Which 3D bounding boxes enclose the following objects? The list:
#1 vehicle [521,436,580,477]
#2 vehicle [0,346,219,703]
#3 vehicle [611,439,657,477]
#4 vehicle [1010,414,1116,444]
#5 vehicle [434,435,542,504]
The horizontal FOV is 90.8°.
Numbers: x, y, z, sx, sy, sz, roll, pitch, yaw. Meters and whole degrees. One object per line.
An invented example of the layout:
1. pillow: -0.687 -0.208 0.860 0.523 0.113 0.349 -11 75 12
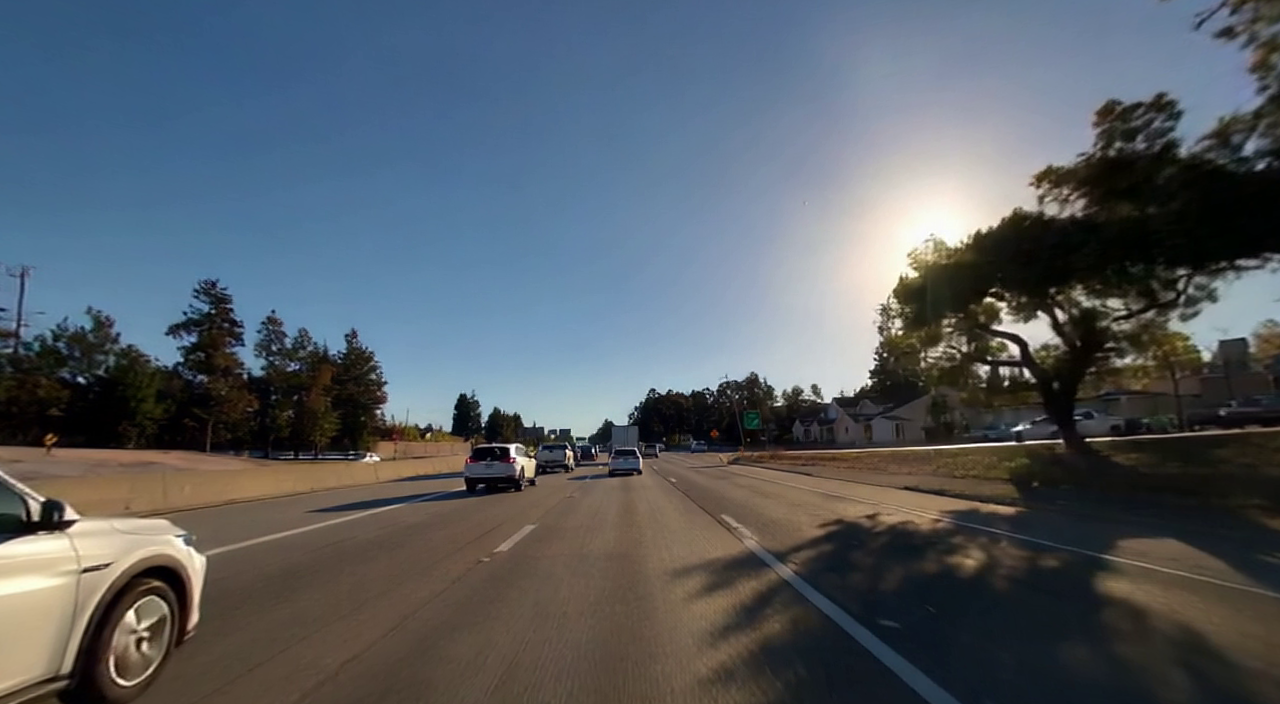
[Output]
1. vehicle: -4.496 5.356 32.660 2.301 1.944 5.482 0 -9 -1
2. vehicle: -3.496 0.684 1.410 2.027 1.713 4.490 0 -9 -1
3. vehicle: -0.312 5.132 30.785 2.063 1.703 4.203 0 -9 -1
4. vehicle: 22.725 4.199 34.142 1.894 1.458 4.268 4 -9 -25
5. vehicle: -4.027 3.171 17.445 1.988 1.668 4.021 0 -9 0
